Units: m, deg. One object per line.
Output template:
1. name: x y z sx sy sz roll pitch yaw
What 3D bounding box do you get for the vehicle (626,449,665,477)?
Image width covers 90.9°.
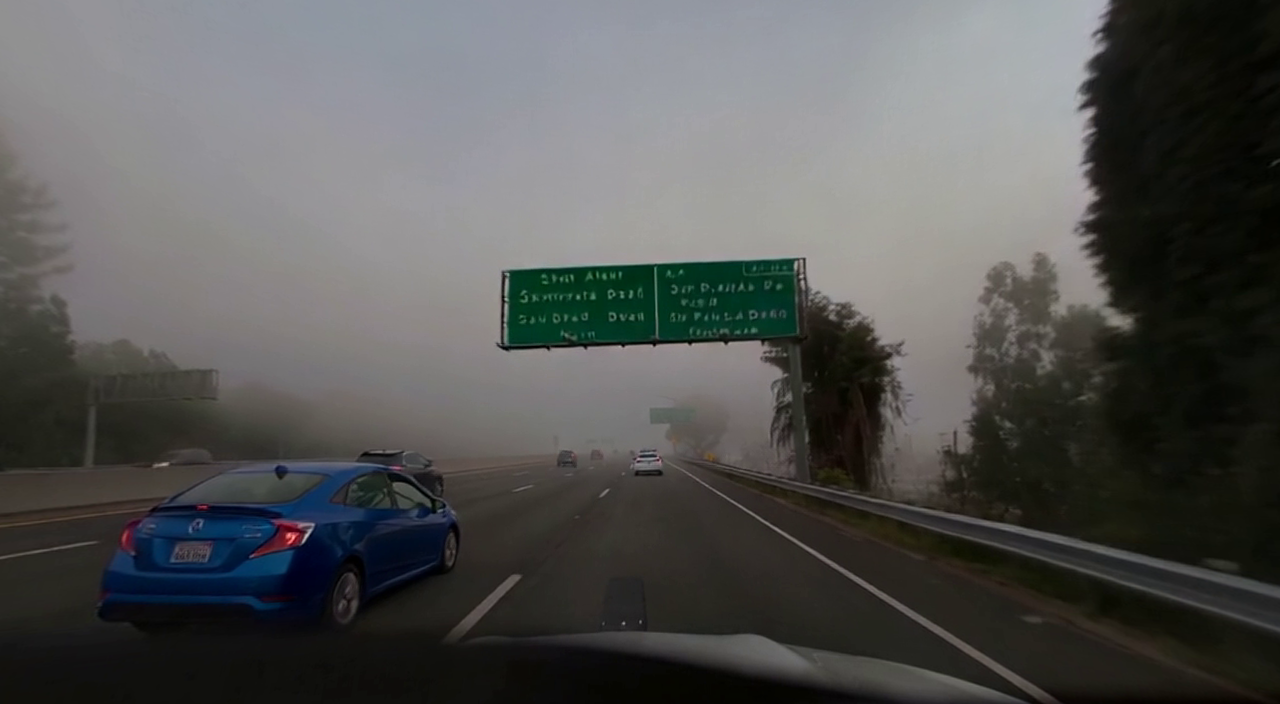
1. vehicle: 0.284 6.149 35.154 2.051 1.443 3.770 0 -8 0

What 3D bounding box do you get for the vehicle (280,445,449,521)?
1. vehicle: -6.378 3.036 15.292 2.075 1.528 4.327 0 -8 1

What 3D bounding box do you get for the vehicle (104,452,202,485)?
1. vehicle: -26.706 6.365 34.816 1.857 1.575 4.446 0 -8 0
